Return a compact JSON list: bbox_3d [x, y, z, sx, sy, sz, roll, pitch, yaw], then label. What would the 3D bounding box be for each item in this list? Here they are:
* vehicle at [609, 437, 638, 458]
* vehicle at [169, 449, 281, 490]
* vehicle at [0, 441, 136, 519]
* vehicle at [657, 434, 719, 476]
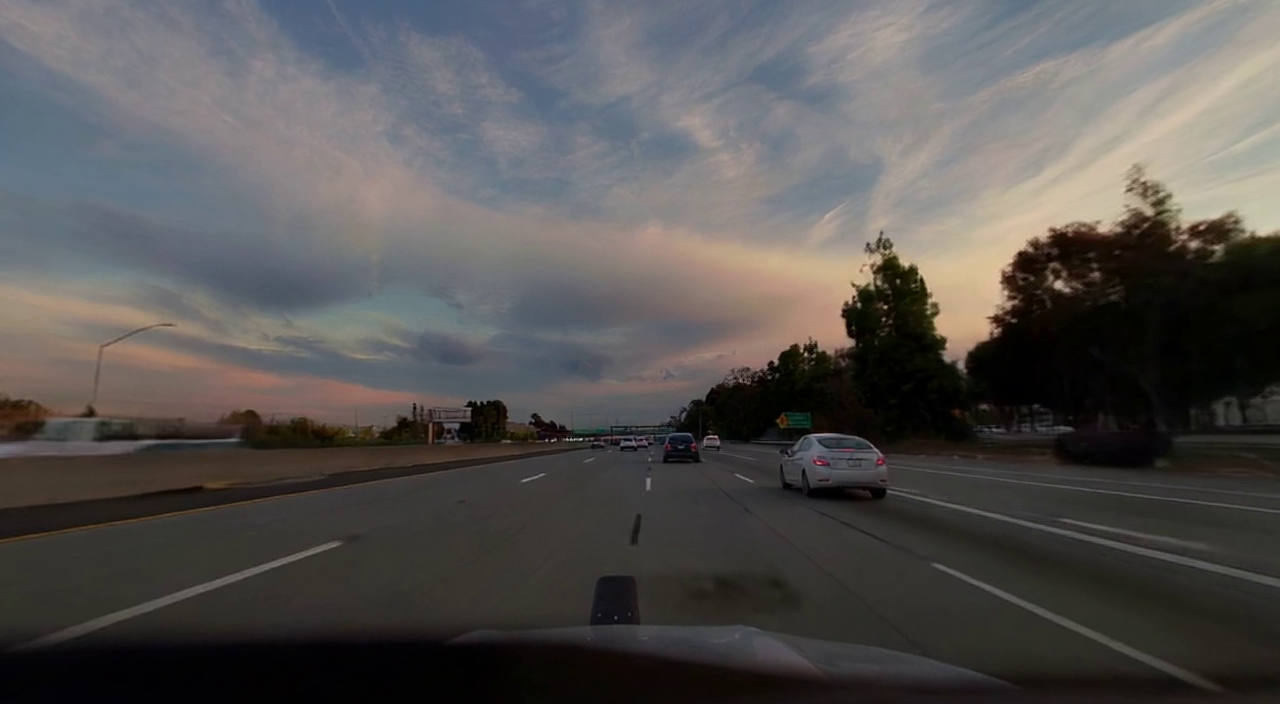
[{"bbox_3d":[-1.230,7.460,49.462,2.103,1.512,4.155,0,-8,1],"label":"vehicle"},{"bbox_3d":[-16.677,4.703,25.575,1.765,1.403,3.925,0,-8,2],"label":"vehicle"},{"bbox_3d":[-13.731,2.740,13.854,1.858,1.511,4.027,0,-8,2],"label":"vehicle"},{"bbox_3d":[1.980,4.433,27.626,2.240,1.646,4.949,0,-8,-1],"label":"vehicle"}]
